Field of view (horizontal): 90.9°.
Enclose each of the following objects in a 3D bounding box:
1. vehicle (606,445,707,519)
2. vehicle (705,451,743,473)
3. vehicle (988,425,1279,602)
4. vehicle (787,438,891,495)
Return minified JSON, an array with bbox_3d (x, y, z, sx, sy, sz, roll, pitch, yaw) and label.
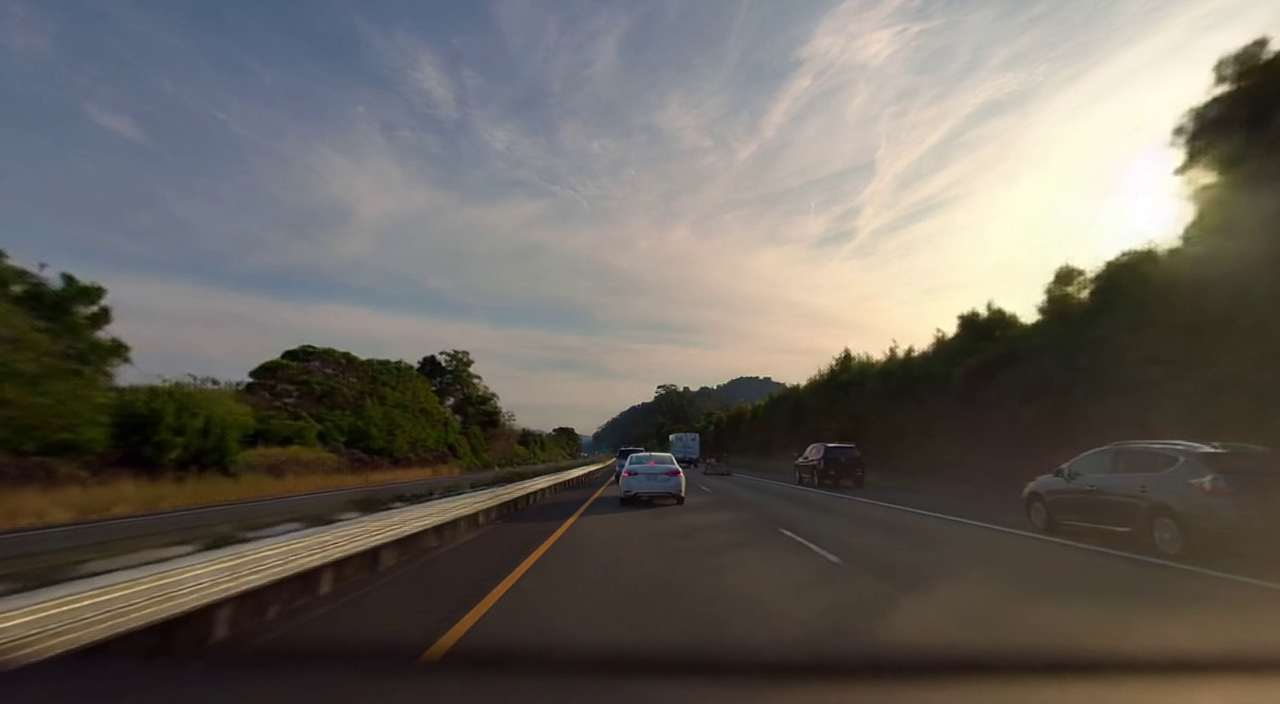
[{"bbox_3d":[0.299,2.986,14.952,2.076,1.485,3.774,0,-9,-1],"label":"vehicle"},{"bbox_3d":[5.945,7.827,45.101,1.921,1.451,3.841,0,-9,-3],"label":"vehicle"},{"bbox_3d":[6.293,1.695,7.450,1.965,1.484,4.090,0,-9,0],"label":"vehicle"},{"bbox_3d":[6.505,3.788,21.161,1.980,1.702,4.235,0,-9,-2],"label":"vehicle"}]
